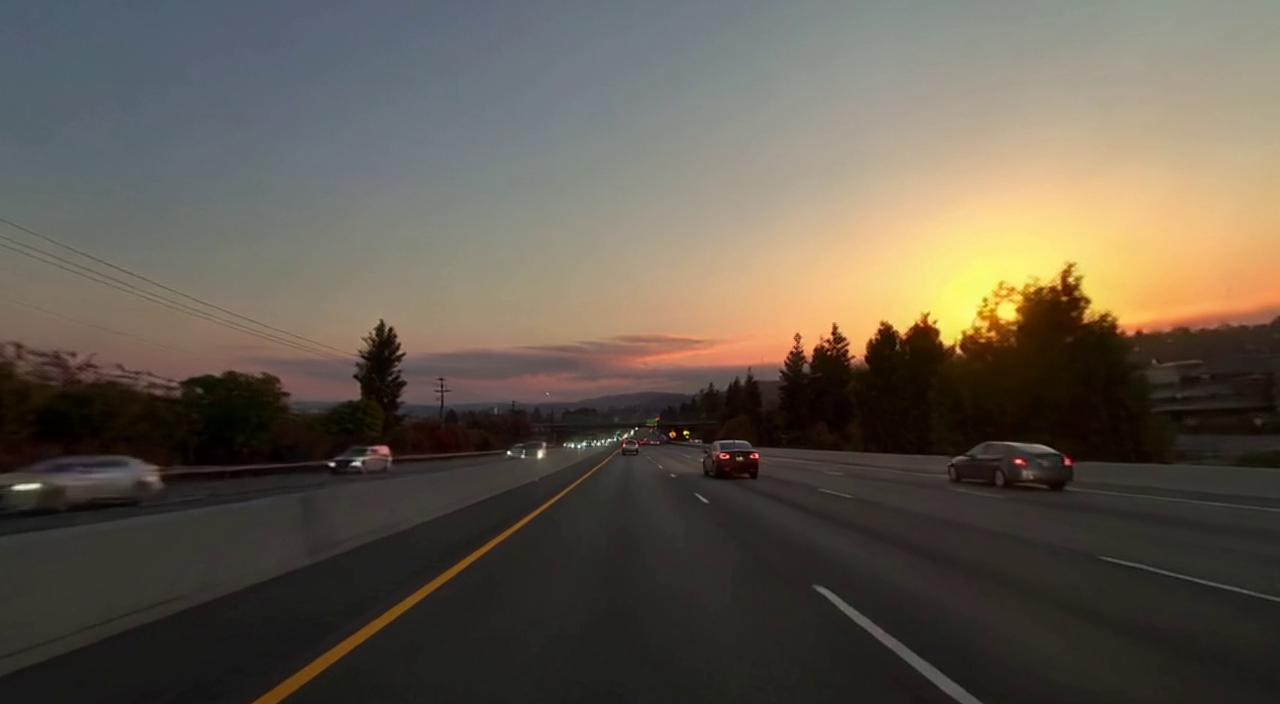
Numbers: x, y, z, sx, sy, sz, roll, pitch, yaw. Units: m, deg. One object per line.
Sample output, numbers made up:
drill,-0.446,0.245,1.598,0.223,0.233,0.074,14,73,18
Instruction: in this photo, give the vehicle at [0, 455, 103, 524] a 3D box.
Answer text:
vehicle,-14.939,3.061,14.006,1.944,1.456,4.673,0,-9,0

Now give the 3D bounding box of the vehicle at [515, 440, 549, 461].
vehicle,-8.168,7.500,48.219,1.860,1.503,3.883,0,-9,1

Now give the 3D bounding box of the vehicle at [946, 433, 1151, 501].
vehicle,10.540,3.001,16.946,1.987,1.502,5.130,0,-9,-1

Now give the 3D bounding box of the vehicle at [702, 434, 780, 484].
vehicle,3.531,3.838,22.923,2.018,1.600,4.121,0,-9,-2

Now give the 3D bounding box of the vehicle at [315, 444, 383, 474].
vehicle,-18.762,6.917,41.052,2.053,1.810,5.015,0,-9,0
